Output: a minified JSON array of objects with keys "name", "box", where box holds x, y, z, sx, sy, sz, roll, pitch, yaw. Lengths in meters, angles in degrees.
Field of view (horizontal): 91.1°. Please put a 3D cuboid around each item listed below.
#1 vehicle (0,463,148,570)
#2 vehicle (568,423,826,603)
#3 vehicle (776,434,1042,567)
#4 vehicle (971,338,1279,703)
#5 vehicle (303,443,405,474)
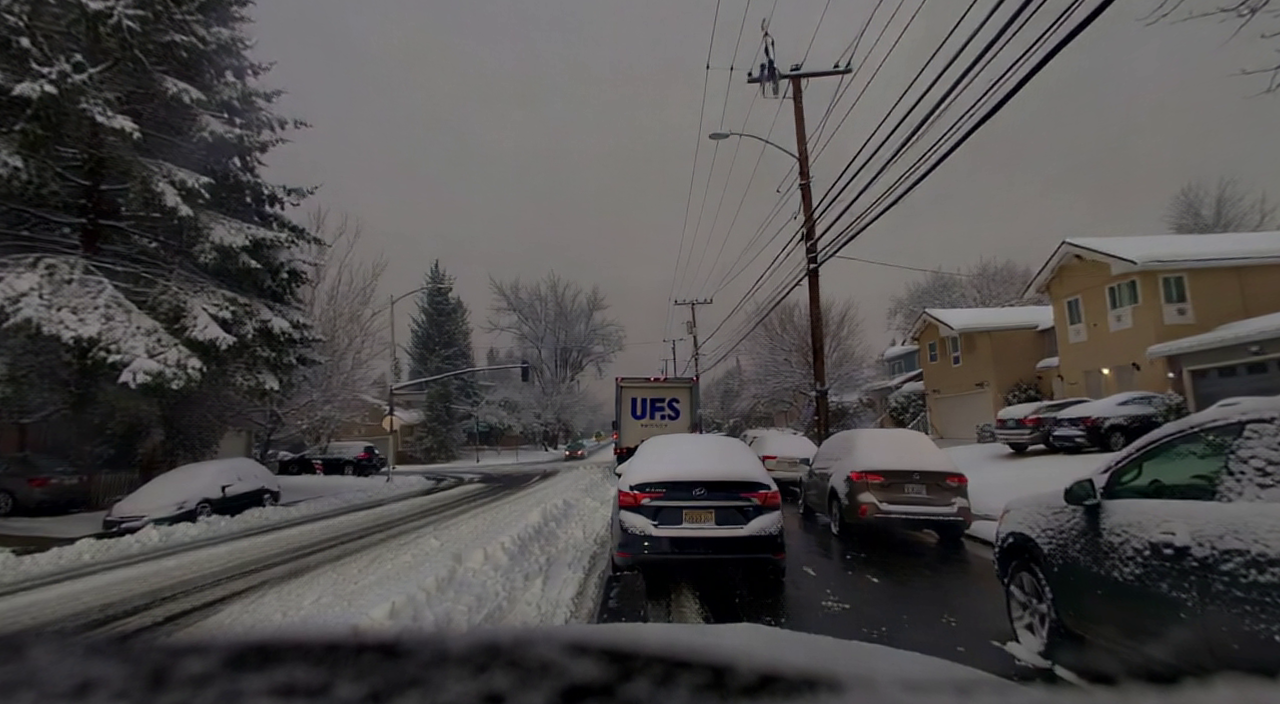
[{"name":"vehicle","box":[-10.349,2.495,9.496,1.925,1.482,4.753,0,-8,0]},{"name":"vehicle","box":[0.475,1.678,7.519,2.158,1.499,4.377,0,-8,0]},{"name":"vehicle","box":[3.518,2.012,9.361,1.993,1.479,4.487,0,-8,0]},{"name":"vehicle","box":[3.308,0.771,1.911,2.069,1.722,4.888,0,-8,2]},{"name":"vehicle","box":[-17.397,6.472,38.312,5.274,1.793,1.921,0,-8,3]}]
